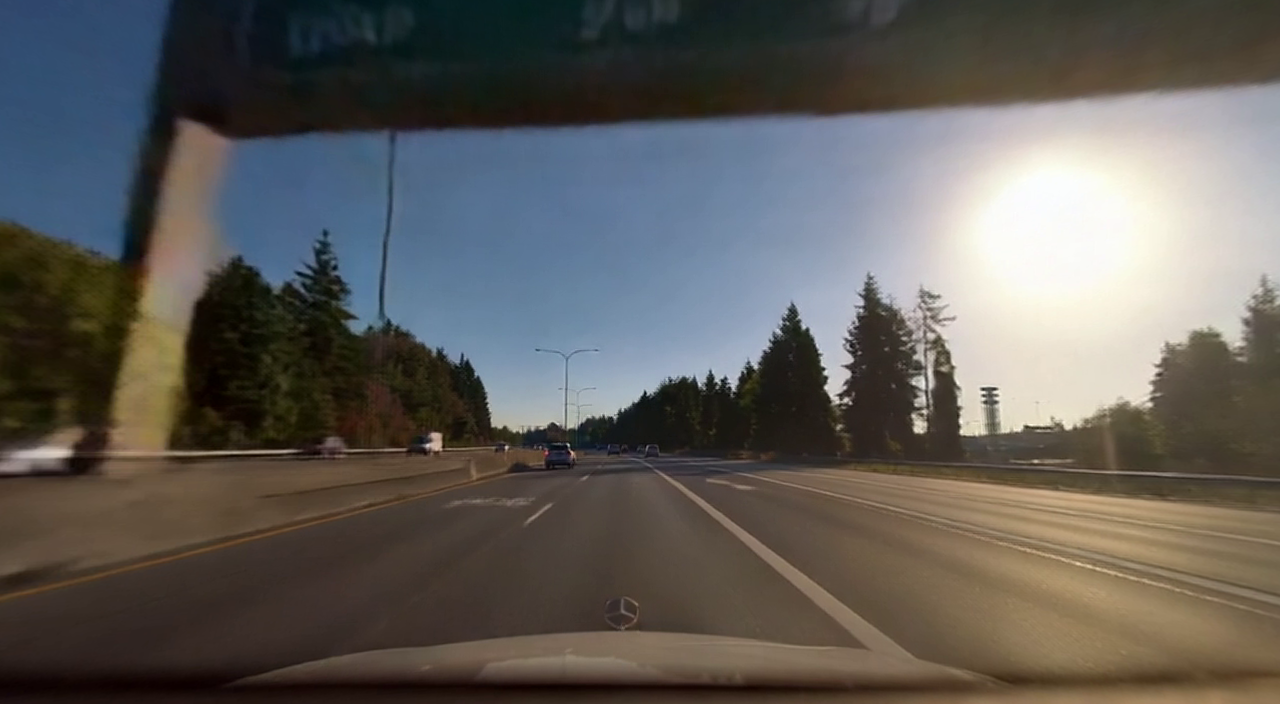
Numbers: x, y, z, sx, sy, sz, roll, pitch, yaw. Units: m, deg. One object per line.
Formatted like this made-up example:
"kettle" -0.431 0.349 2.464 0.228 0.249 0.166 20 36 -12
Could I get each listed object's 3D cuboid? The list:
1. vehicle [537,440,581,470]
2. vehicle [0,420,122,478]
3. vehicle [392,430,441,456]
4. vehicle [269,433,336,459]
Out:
"vehicle" -4.613 5.906 36.178 2.071 1.615 3.868 0 -9 -1
"vehicle" -17.505 2.805 18.125 1.759 1.489 3.855 0 -9 -1
"vehicle" -17.595 7.254 49.637 2.070 1.906 5.188 0 -9 -1
"vehicle" -21.687 6.107 40.497 1.872 1.579 4.500 0 -9 -1
